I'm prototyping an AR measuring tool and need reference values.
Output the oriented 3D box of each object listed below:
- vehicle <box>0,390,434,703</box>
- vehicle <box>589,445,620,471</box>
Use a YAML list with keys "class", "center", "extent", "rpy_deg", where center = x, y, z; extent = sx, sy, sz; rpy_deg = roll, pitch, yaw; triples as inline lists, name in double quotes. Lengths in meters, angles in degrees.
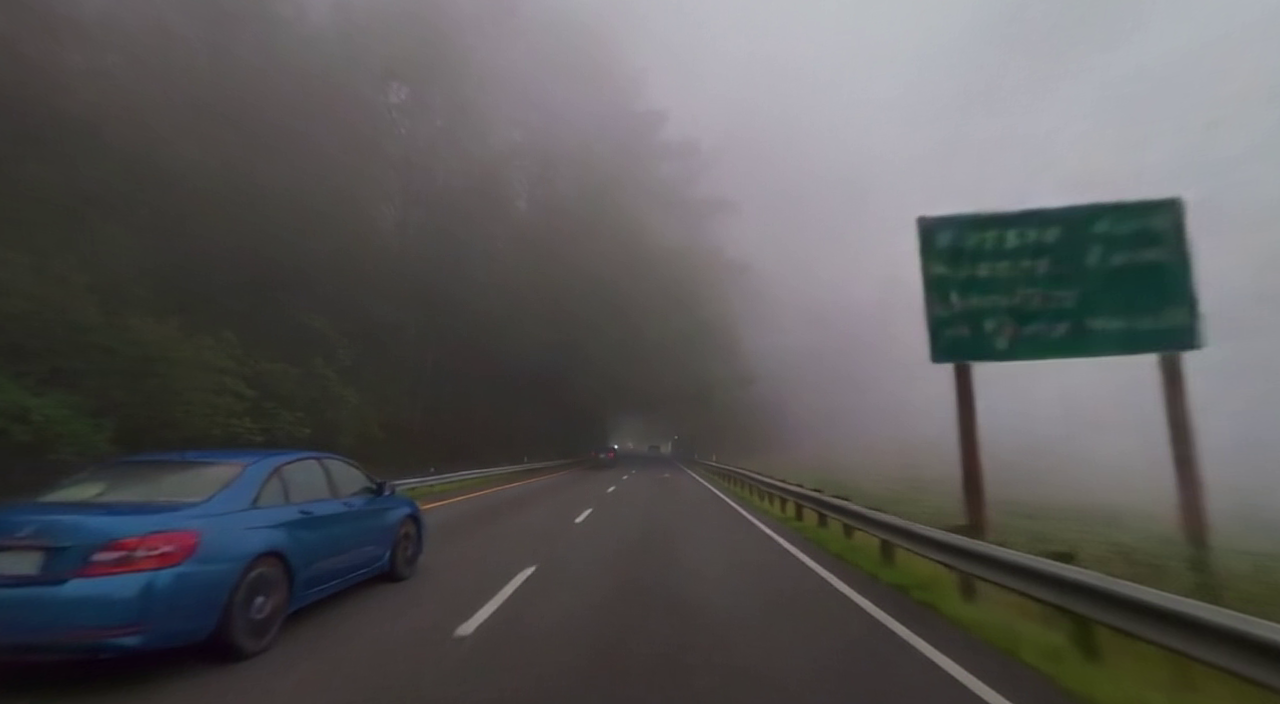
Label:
- class: "vehicle"
  center: [-3.059, 1.232, 4.576]
  extent: [1.846, 1.566, 3.525]
  rpy_deg: [-1, -9, 1]
- class: "vehicle"
  center: [-2.172, 6.618, 39.458]
  extent: [1.675, 1.537, 3.574]
  rpy_deg: [-1, -9, 1]
